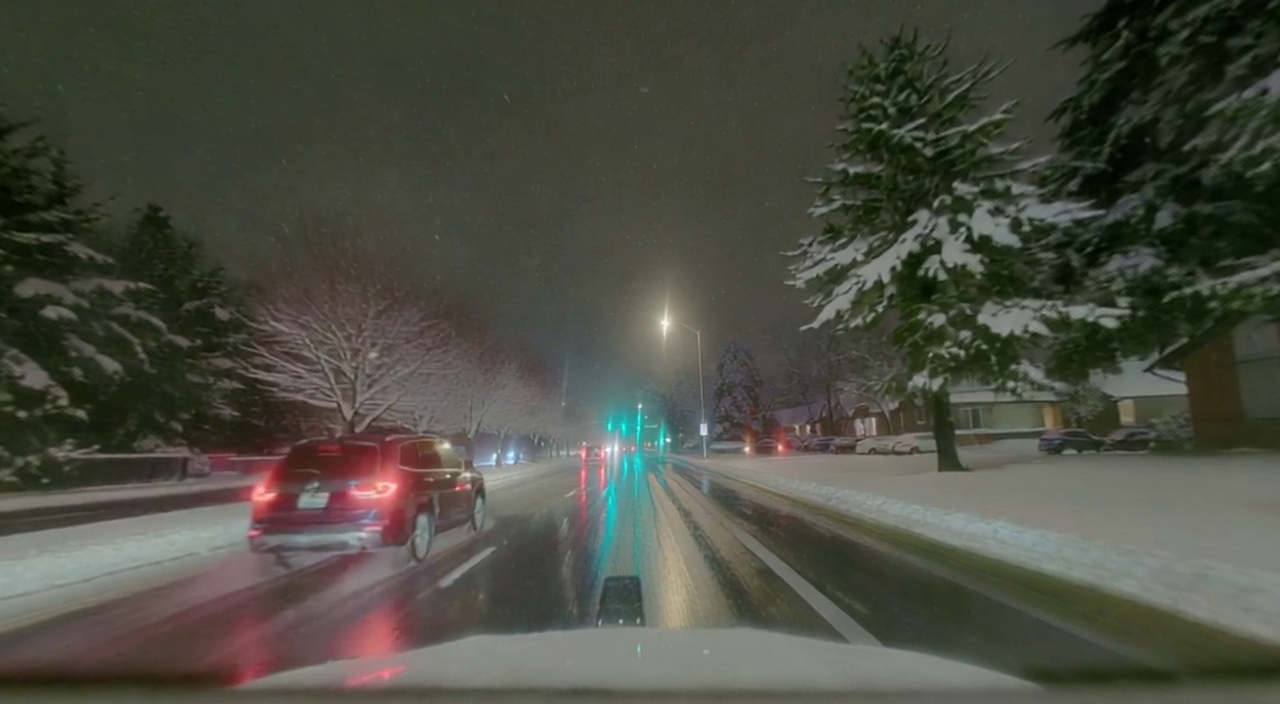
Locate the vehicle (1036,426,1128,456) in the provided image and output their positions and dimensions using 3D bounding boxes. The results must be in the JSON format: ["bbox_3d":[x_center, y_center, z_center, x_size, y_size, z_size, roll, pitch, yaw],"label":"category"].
[{"bbox_3d":[27.273,5.580,39.218,1.837,1.720,4.764,1,-9,-7],"label":"vehicle"}]

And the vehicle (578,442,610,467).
[{"bbox_3d":[-3.433,7.763,47.957,2.138,1.733,4.427,0,-9,0],"label":"vehicle"}]

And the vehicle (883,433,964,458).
[{"bbox_3d":[19.512,6.447,43.593,4.465,1.587,2.178,0,-11,-6],"label":"vehicle"}]

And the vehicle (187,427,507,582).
[{"bbox_3d":[-3.388,1.870,8.690,2.011,1.498,4.914,0,-9,1],"label":"vehicle"}]
